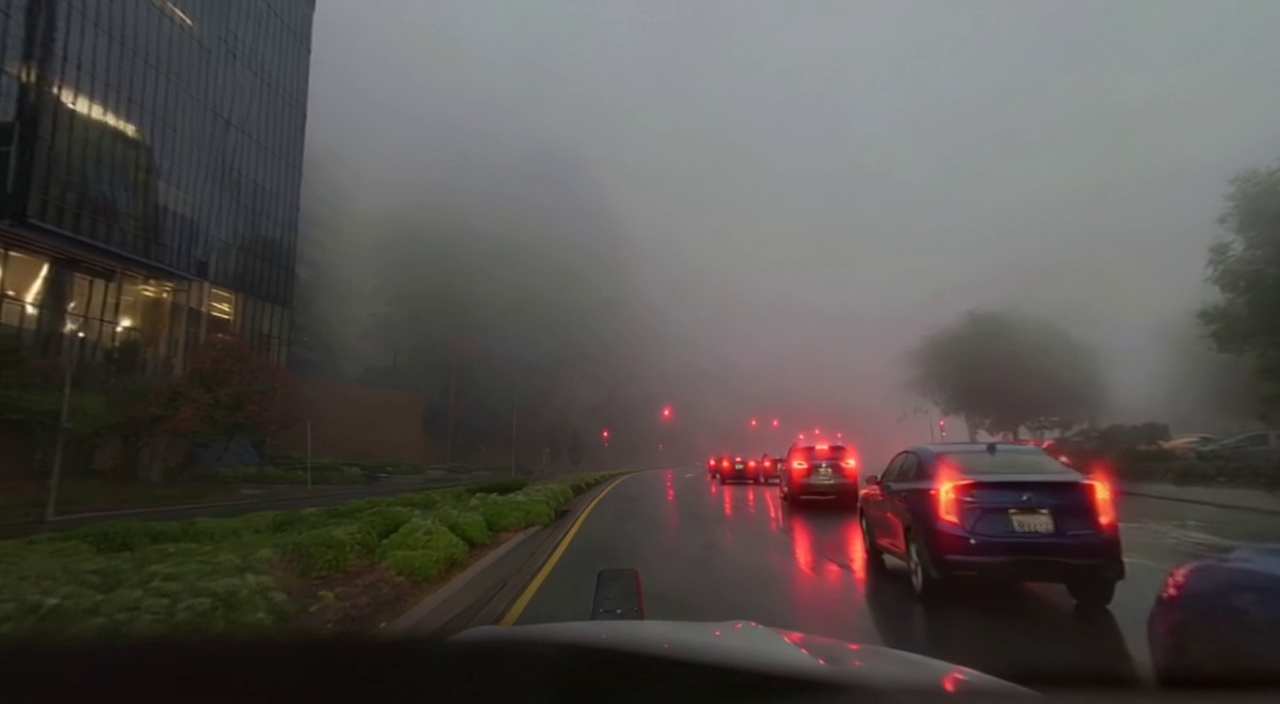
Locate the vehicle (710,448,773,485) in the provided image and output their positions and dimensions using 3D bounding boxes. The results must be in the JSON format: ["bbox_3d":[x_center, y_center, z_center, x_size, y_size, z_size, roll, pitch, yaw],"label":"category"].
[{"bbox_3d":[4.607,5.262,29.247,2.183,1.553,3.923,0,-9,-1],"label":"vehicle"}]

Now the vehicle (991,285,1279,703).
[{"bbox_3d":[2.491,0.571,0.670,2.092,1.703,4.870,-1,-9,9],"label":"vehicle"}]

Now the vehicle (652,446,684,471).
[{"bbox_3d":[2.126,7.843,46.594,2.121,1.728,4.161,-1,-9,6],"label":"vehicle"}]

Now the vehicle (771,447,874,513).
[{"bbox_3d":[5.058,3.551,18.178,2.089,1.609,4.922,-1,-9,7],"label":"vehicle"}]

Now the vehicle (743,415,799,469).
[{"bbox_3d":[9.883,7.064,49.120,3.128,3.616,13.736,-1,-9,7],"label":"vehicle"}]
